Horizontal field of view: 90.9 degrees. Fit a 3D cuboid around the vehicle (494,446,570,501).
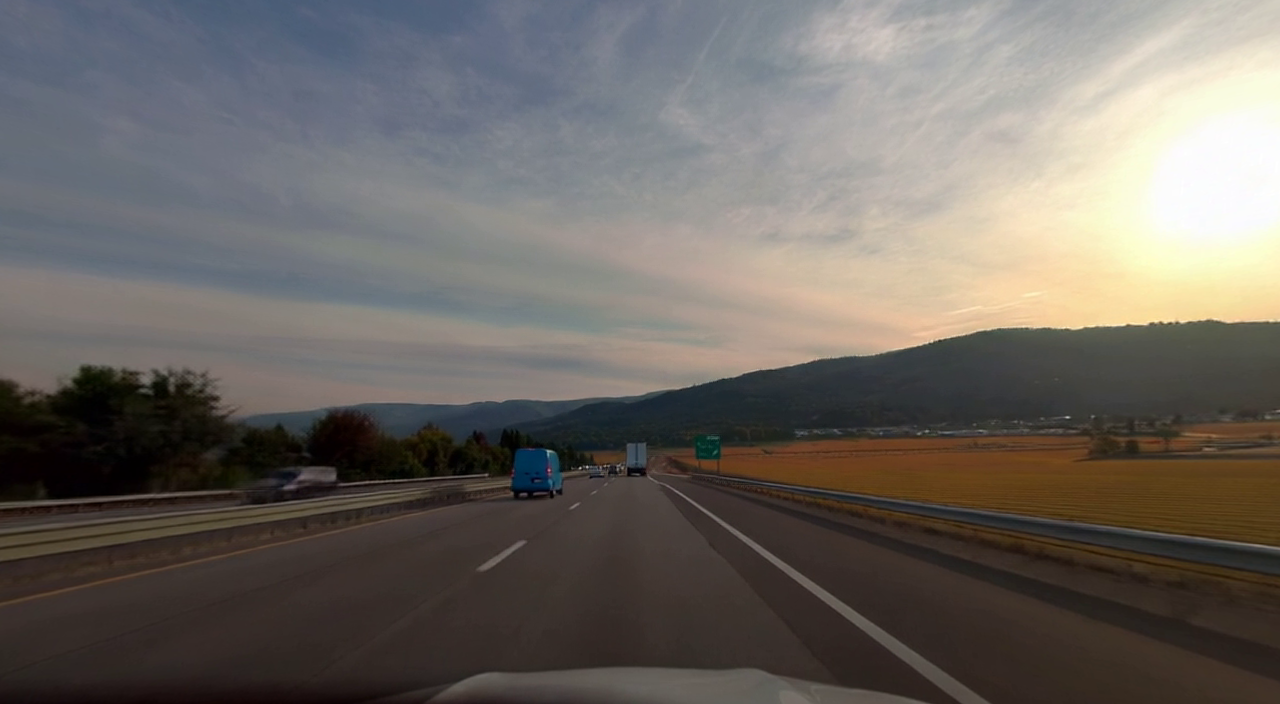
[{"bbox_3d":[-4.231,4.877,25.467,2.208,1.973,4.716,1,-10,0],"label":"vehicle"}]
